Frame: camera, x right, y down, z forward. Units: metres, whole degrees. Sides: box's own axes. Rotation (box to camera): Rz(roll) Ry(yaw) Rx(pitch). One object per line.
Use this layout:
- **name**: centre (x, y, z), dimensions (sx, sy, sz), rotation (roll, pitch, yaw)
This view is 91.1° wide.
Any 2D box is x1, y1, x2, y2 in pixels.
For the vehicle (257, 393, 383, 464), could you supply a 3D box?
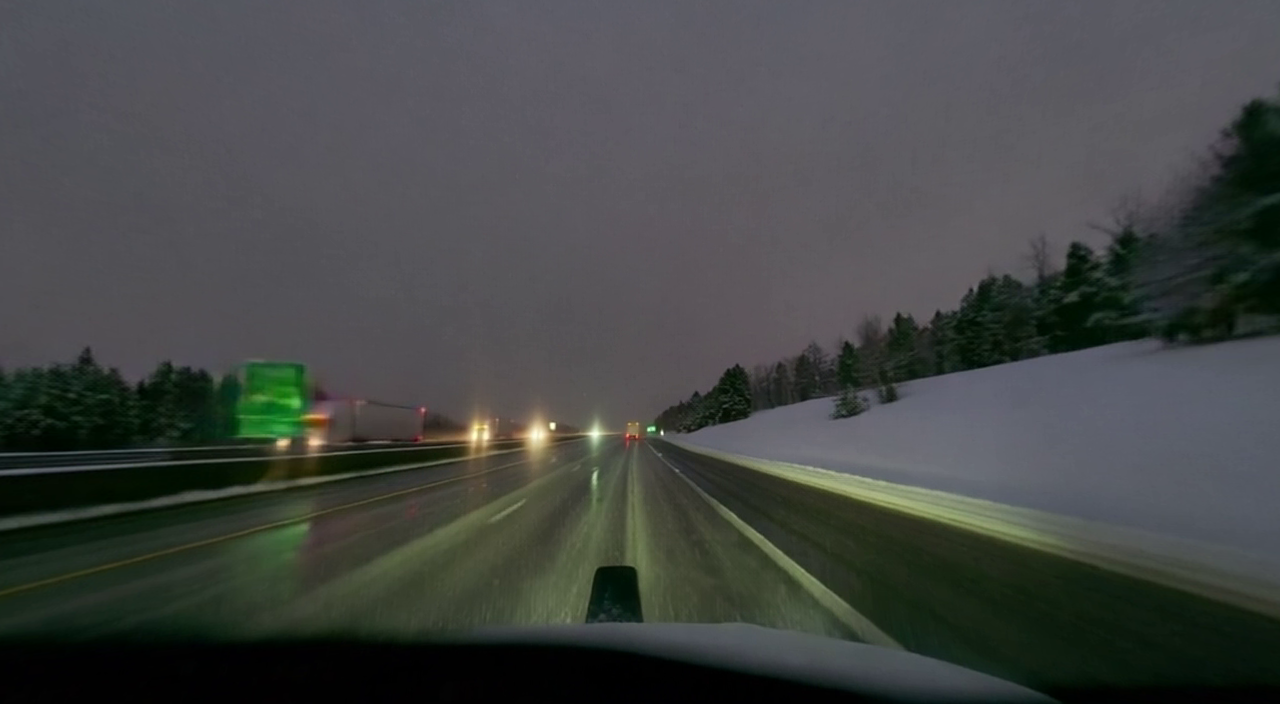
- **vehicle**: centre (-20.233, 5.008, 40.722), dimensions (2.979, 3.983, 9.941), rotation (0, -8, -1)
